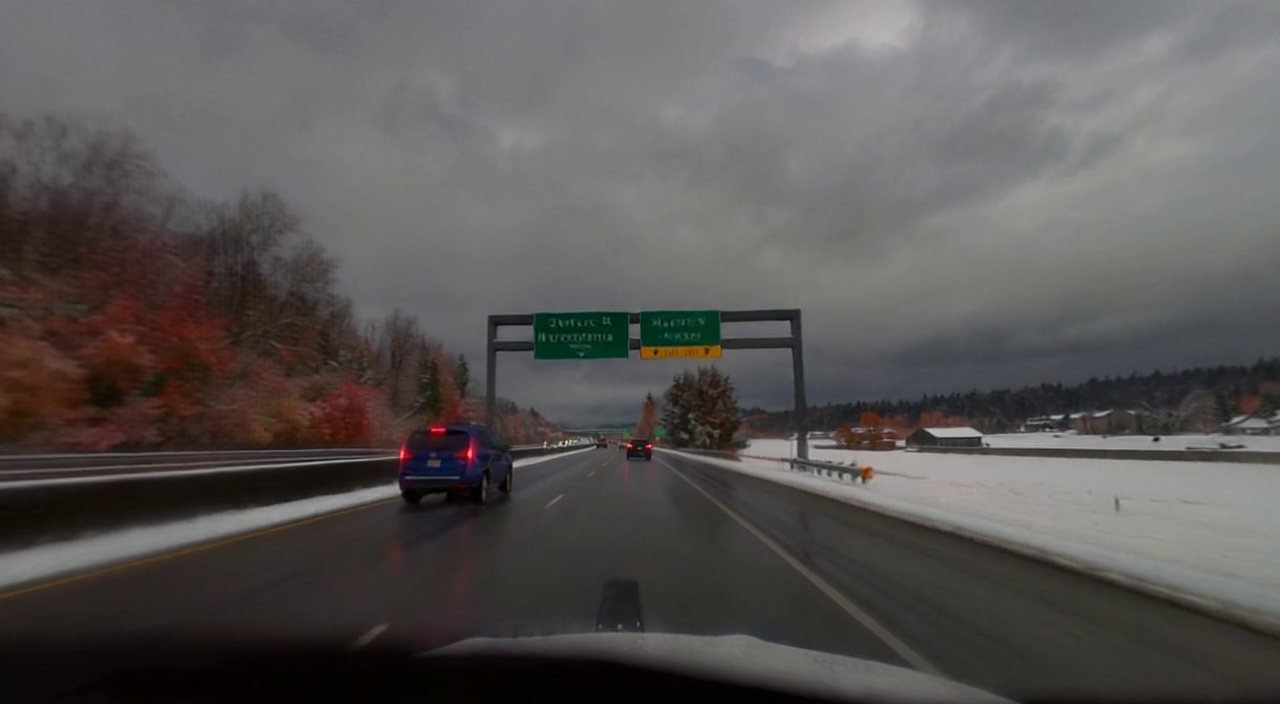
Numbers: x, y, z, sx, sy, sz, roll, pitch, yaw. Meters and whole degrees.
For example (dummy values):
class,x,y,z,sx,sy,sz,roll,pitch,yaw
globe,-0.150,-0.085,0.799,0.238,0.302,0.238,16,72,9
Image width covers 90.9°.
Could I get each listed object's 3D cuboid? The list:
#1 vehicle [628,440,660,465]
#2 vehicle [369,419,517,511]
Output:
class,x,y,z,sx,sy,sz,roll,pitch,yaw
vehicle,0.231,6.518,41.015,1.939,1.497,3.863,0,-8,-1
vehicle,-4.167,2.458,14.126,1.924,1.720,4.195,0,-8,0
